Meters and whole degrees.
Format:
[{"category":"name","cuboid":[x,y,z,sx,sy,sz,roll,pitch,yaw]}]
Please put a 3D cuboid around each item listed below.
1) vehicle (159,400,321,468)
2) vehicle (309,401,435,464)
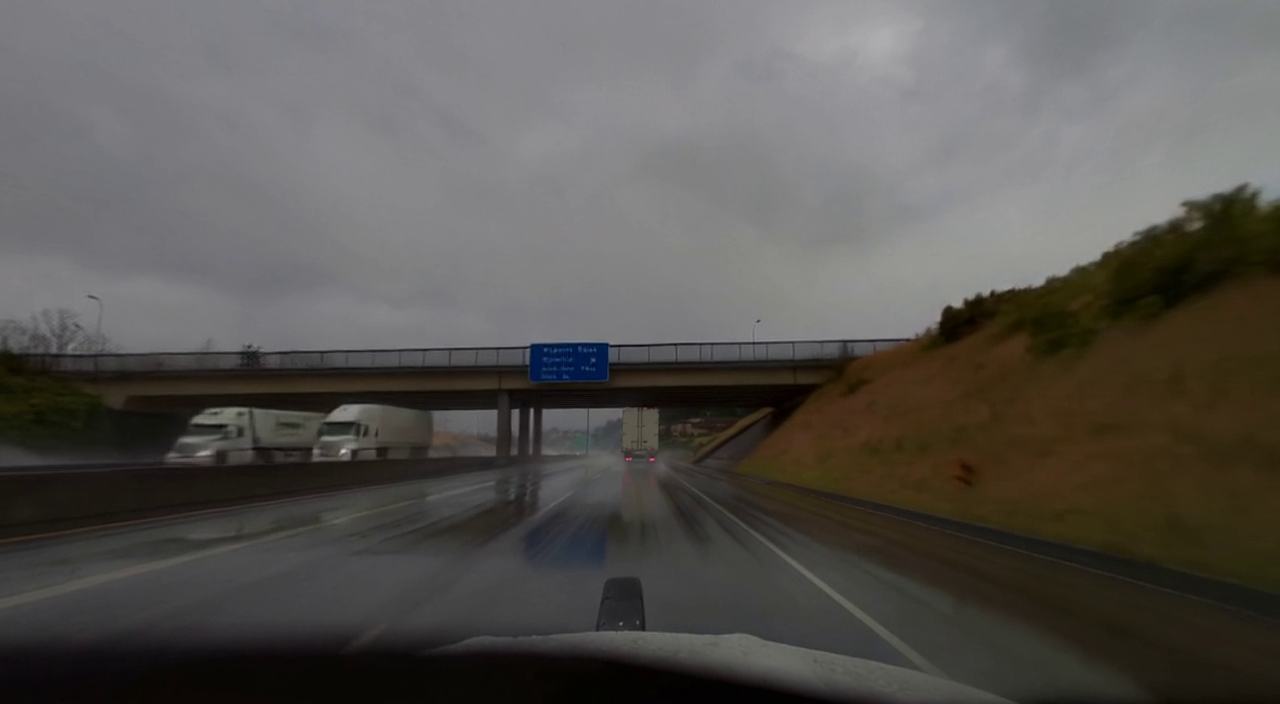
[{"category":"vehicle","cuboid":[-23.197,5.019,37.669,2.789,3.463,10.717,0,-9,-1]},{"category":"vehicle","cuboid":[-18.987,6.149,46.423,2.997,3.896,14.226,0,-9,0]}]
